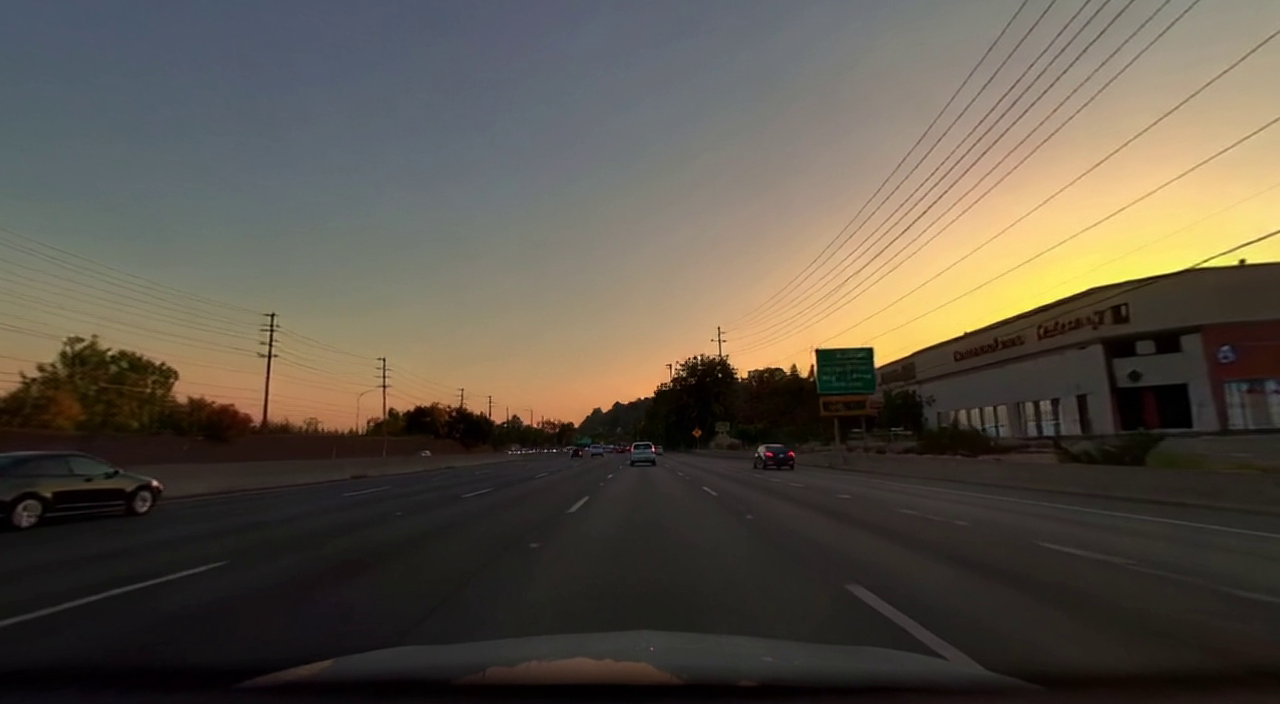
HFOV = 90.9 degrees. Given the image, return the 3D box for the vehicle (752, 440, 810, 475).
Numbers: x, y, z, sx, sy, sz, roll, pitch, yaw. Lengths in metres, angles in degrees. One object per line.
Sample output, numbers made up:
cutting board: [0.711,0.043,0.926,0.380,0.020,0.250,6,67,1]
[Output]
vehicle: [7.294,5.495,33.038,1.937,1.698,4.322,0,-8,-2]

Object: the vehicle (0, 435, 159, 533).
vehicle: [-10.935,2.212,10.851,1.931,1.515,4.192,0,-8,1]
